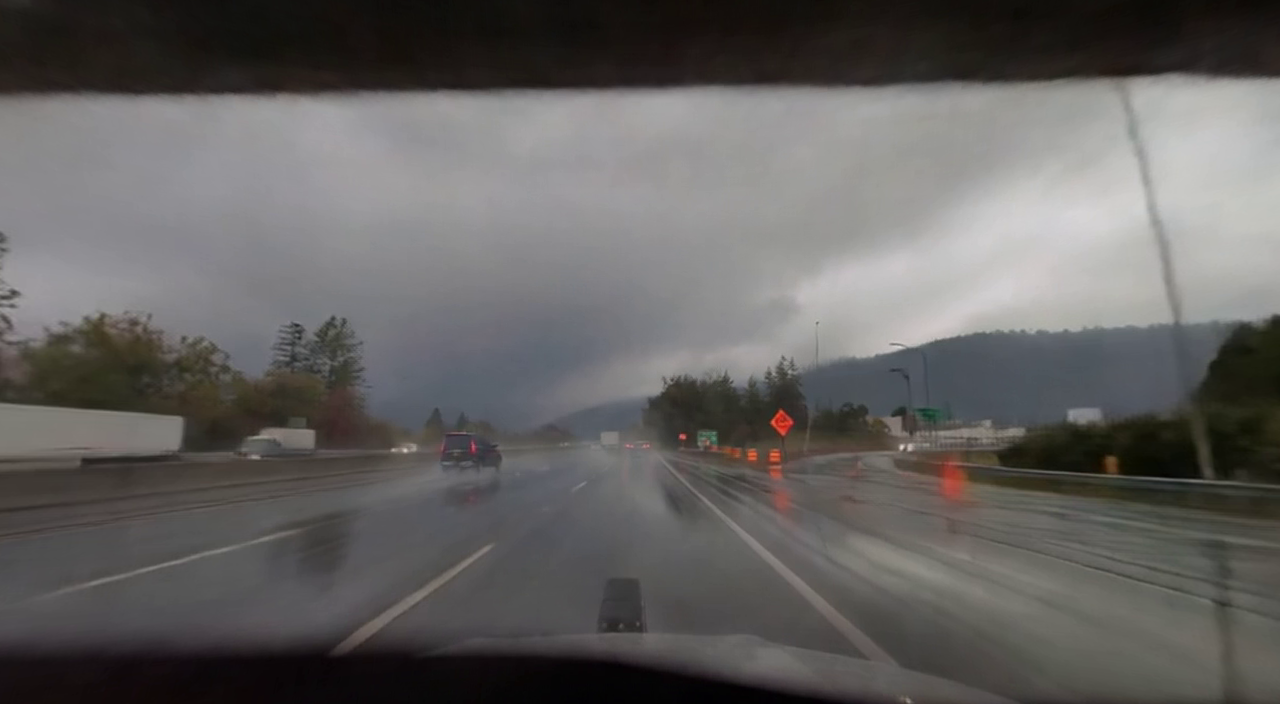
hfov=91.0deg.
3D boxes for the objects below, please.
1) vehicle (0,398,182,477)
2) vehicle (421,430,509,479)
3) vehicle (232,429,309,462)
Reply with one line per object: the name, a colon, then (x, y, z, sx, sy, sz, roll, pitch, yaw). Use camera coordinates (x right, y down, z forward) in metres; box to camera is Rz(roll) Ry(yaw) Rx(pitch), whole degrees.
vehicle: (-29.970, 4.127, 30.263, 2.884, 3.515, 17.319, 0, -8, 1)
vehicle: (-6.969, 4.149, 25.687, 2.103, 1.775, 4.966, 0, -8, 0)
vehicle: (-25.775, 6.542, 44.129, 2.351, 2.192, 4.592, 0, -8, 3)
